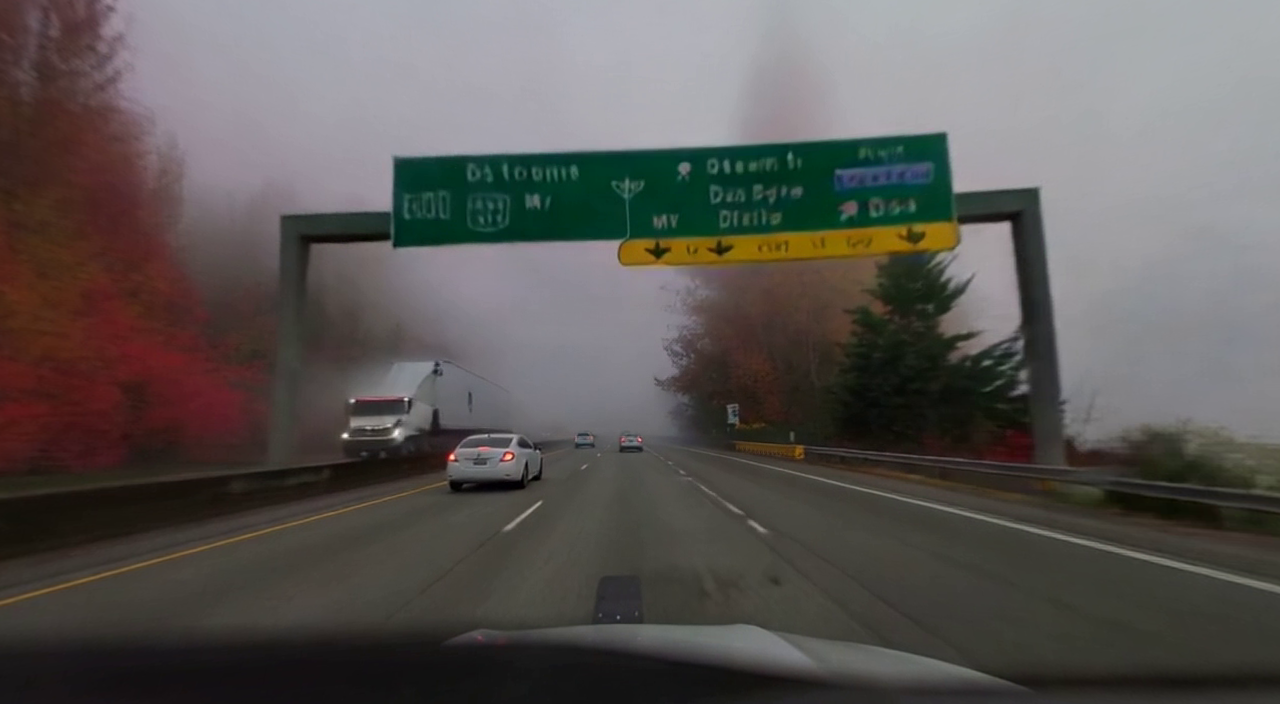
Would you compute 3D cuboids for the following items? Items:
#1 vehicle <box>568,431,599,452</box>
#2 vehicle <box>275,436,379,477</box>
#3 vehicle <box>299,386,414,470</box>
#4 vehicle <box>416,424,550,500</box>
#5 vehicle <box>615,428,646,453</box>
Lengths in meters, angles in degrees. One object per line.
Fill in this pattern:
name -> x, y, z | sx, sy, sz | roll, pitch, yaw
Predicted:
vehicle -> -4.442, 7.078, 49.787 | 2.071, 1.524, 4.398 | 0, -8, 0
vehicle -> -12.155, 4.060, 24.743 | 2.152, 1.480, 3.843 | 0, -8, 0
vehicle -> -15.705, 4.321, 35.531 | 3.395, 4.263, 6.355 | 1, -7, 0
vehicle -> -3.468, 2.527, 14.927 | 1.989, 1.497, 4.645 | 0, -8, 0
vehicle -> -0.651, 6.163, 43.684 | 2.054, 1.609, 3.859 | 0, -8, -1
